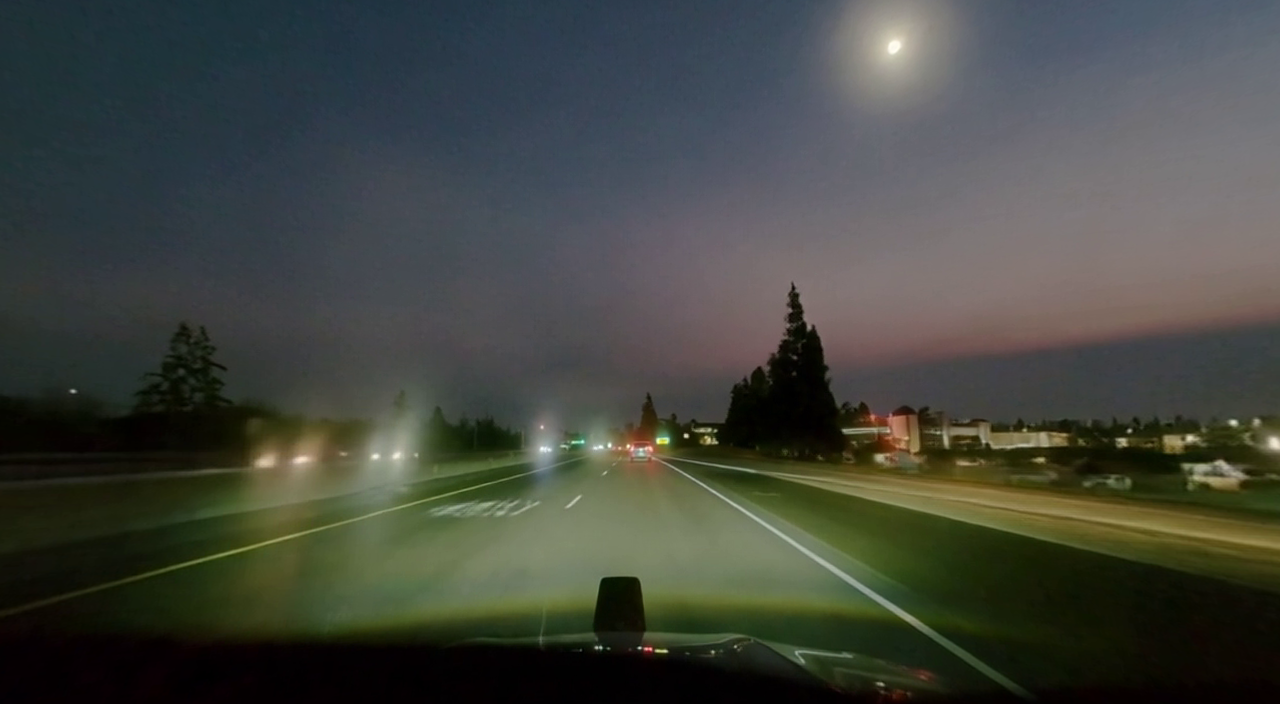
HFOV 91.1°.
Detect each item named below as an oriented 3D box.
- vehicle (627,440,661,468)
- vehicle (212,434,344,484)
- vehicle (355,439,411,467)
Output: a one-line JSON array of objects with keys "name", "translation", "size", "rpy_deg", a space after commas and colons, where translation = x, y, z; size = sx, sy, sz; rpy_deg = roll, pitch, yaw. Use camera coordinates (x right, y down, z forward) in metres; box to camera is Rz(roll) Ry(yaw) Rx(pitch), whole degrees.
[{"name": "vehicle", "translation": [0.221, 6.594, 40.696], "size": [2.029, 1.666, 4.064], "rpy_deg": [0, -8, -2]}, {"name": "vehicle", "translation": [-13.535, 4.007, 23.891], "size": [2.175, 1.683, 4.737], "rpy_deg": [0, -8, 0]}, {"name": "vehicle", "translation": [-18.336, 7.202, 45.104], "size": [2.038, 1.858, 4.819], "rpy_deg": [0, -8, -1]}]
